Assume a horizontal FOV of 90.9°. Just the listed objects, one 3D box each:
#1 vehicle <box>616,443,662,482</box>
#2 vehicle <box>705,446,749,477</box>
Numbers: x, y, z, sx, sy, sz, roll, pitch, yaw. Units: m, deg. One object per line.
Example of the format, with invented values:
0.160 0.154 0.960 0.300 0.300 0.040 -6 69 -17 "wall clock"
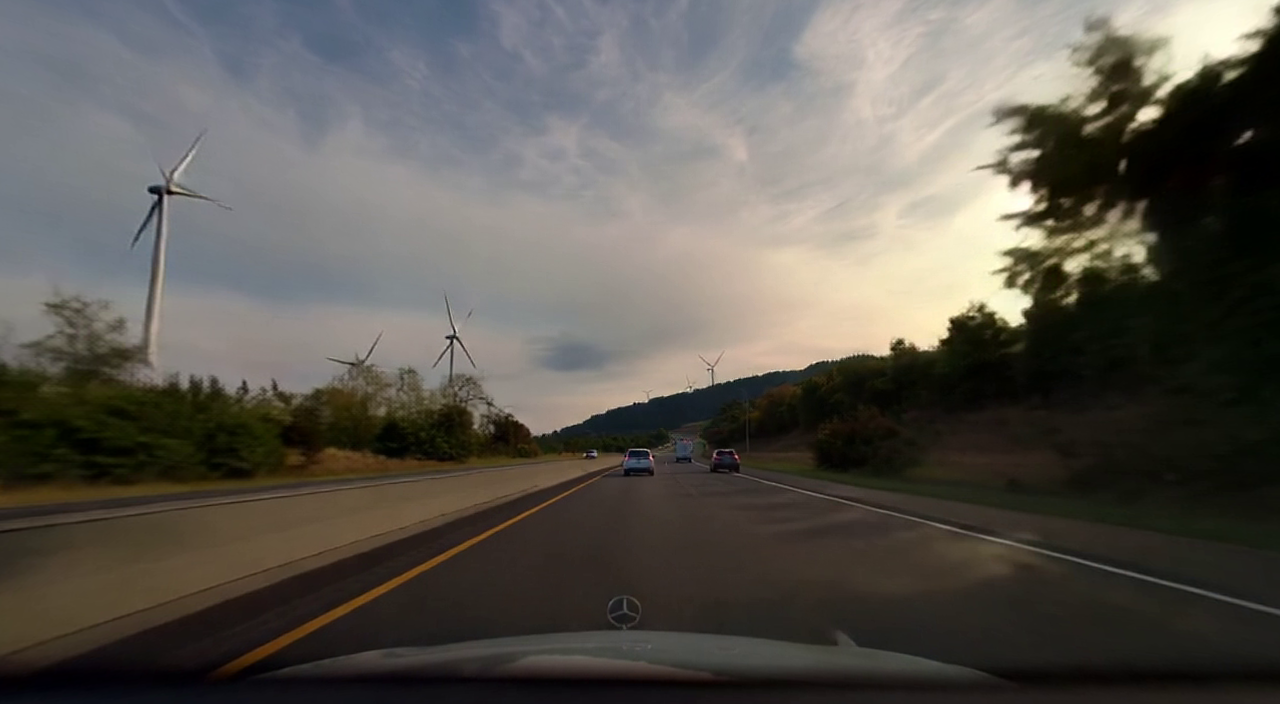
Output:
-0.024 5.195 29.819 2.038 1.723 4.150 0 -9 0 "vehicle"
5.065 6.446 37.290 2.040 1.721 4.507 0 -9 1 "vehicle"
